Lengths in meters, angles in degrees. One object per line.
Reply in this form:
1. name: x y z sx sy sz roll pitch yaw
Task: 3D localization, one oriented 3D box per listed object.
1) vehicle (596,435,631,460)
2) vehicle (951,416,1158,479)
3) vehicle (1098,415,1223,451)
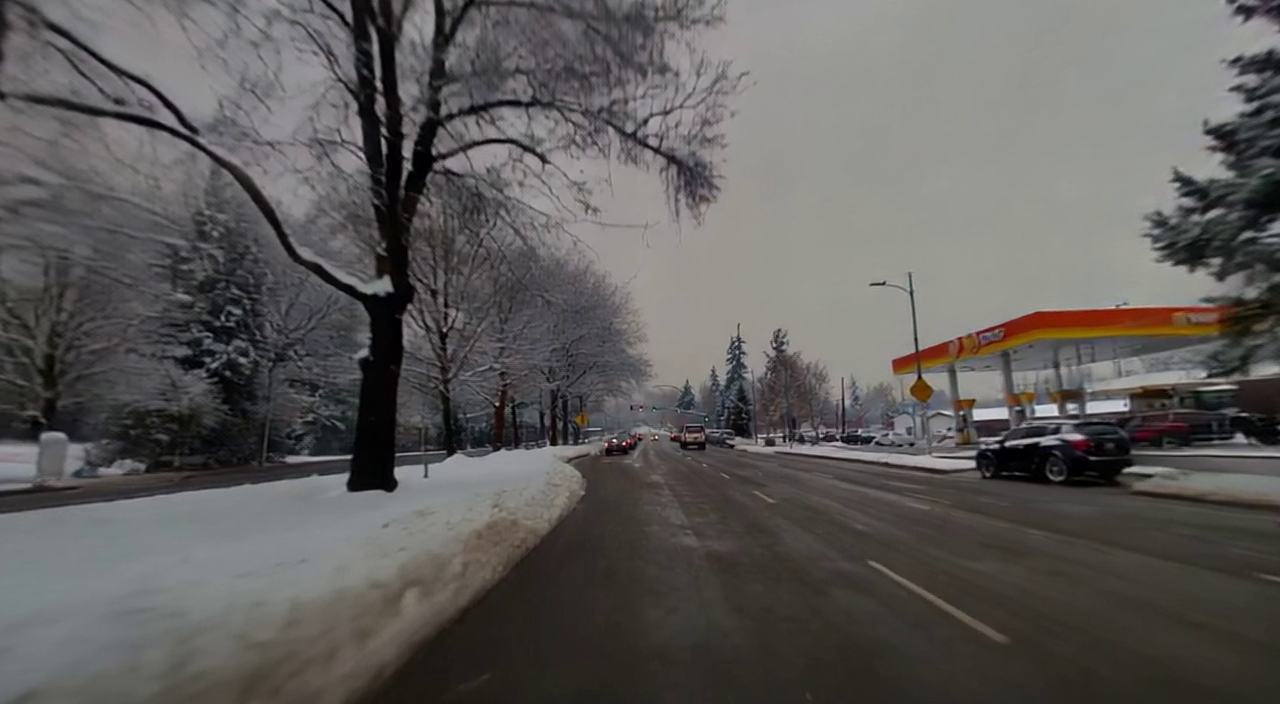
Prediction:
1. vehicle: -1.687 6.009 39.635 2.032 1.461 4.173 0 -9 -3
2. vehicle: 12.829 3.022 19.977 4.960 1.802 2.068 -3 -9 17
3. vehicle: 24.704 3.904 30.118 4.079 1.632 1.961 -4 -9 22
